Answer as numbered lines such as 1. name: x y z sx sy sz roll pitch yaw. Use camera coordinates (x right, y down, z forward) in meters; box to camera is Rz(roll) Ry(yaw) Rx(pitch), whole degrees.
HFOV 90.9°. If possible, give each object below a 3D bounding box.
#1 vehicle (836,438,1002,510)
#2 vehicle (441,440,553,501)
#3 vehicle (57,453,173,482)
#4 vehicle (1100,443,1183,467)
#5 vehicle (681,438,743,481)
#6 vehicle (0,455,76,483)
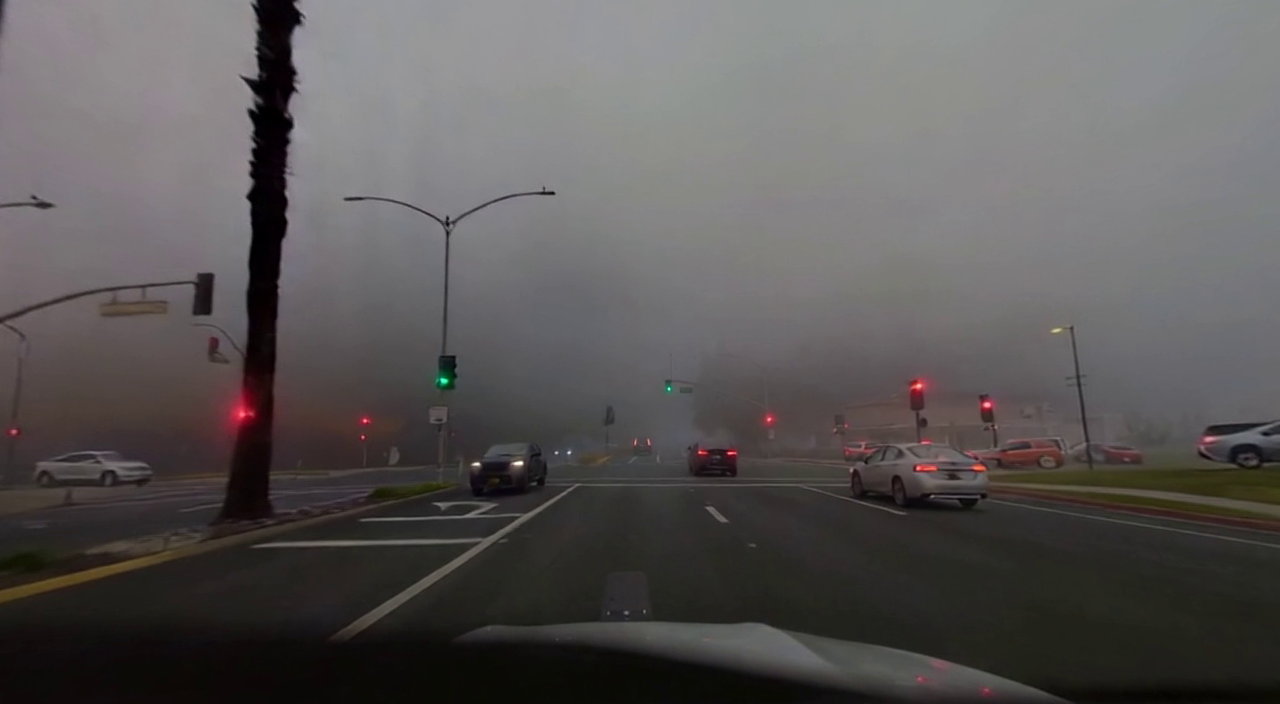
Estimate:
1. vehicle: 6.447 2.848 15.246 1.890 1.471 4.566 0 -9 0
2. vehicle: -3.840 3.261 17.787 2.037 1.472 4.152 0 -9 2
3. vehicle: -28.844 6.354 34.742 4.579 1.504 1.942 0 -9 -1
4. vehicle: 33.085 6.783 41.648 3.822 1.501 1.908 0 -8 -2
5. vehicle: 2.914 4.479 26.504 2.009 1.639 4.267 0 -9 -1
6. vehicle: -34.266 6.470 34.892 4.268 1.476 1.802 0 -9 -1
